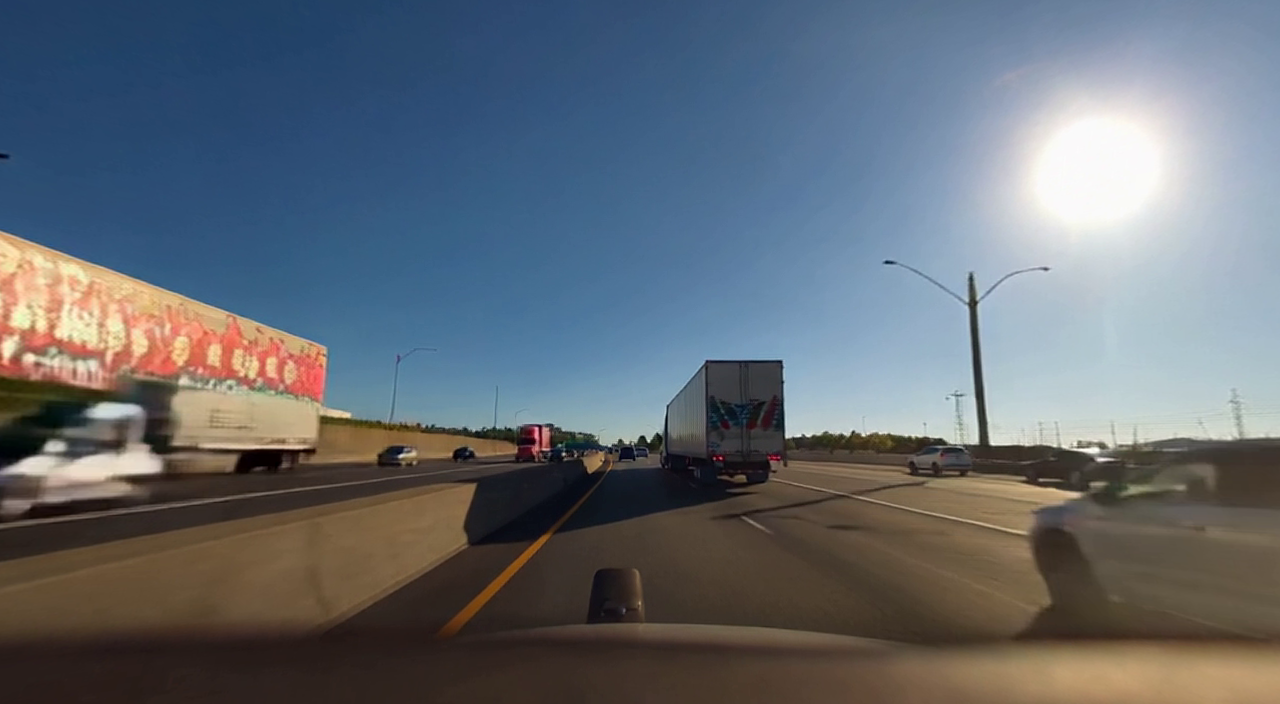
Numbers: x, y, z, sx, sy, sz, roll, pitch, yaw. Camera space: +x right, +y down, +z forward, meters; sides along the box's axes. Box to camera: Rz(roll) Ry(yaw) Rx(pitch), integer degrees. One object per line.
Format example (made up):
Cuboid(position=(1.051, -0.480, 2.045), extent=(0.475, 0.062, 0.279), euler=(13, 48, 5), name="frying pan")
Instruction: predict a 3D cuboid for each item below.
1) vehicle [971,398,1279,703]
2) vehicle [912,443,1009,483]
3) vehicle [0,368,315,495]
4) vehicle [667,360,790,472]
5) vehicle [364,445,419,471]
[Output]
Cuboid(position=(4.059, 1.080, 3.369), extent=(2.085, 1.588, 4.436), euler=(0, -9, 0), name="vehicle")
Cuboid(position=(14.619, 5.065, 28.918), extent=(2.107, 1.648, 4.324), euler=(0, -9, -1), name="vehicle")
Cuboid(position=(-16.300, 2.993, 22.603), extent=(3.471, 3.416, 11.022), euler=(1, -9, -2), name="vehicle")
Cuboid(position=(3.788, 3.841, 33.131), extent=(3.317, 4.314, 17.803), euler=(0, -9, -2), name="vehicle")
Cuboid(position=(-15.433, 6.565, 39.103), extent=(1.872, 1.510, 3.919), euler=(0, -9, -1), name="vehicle")
